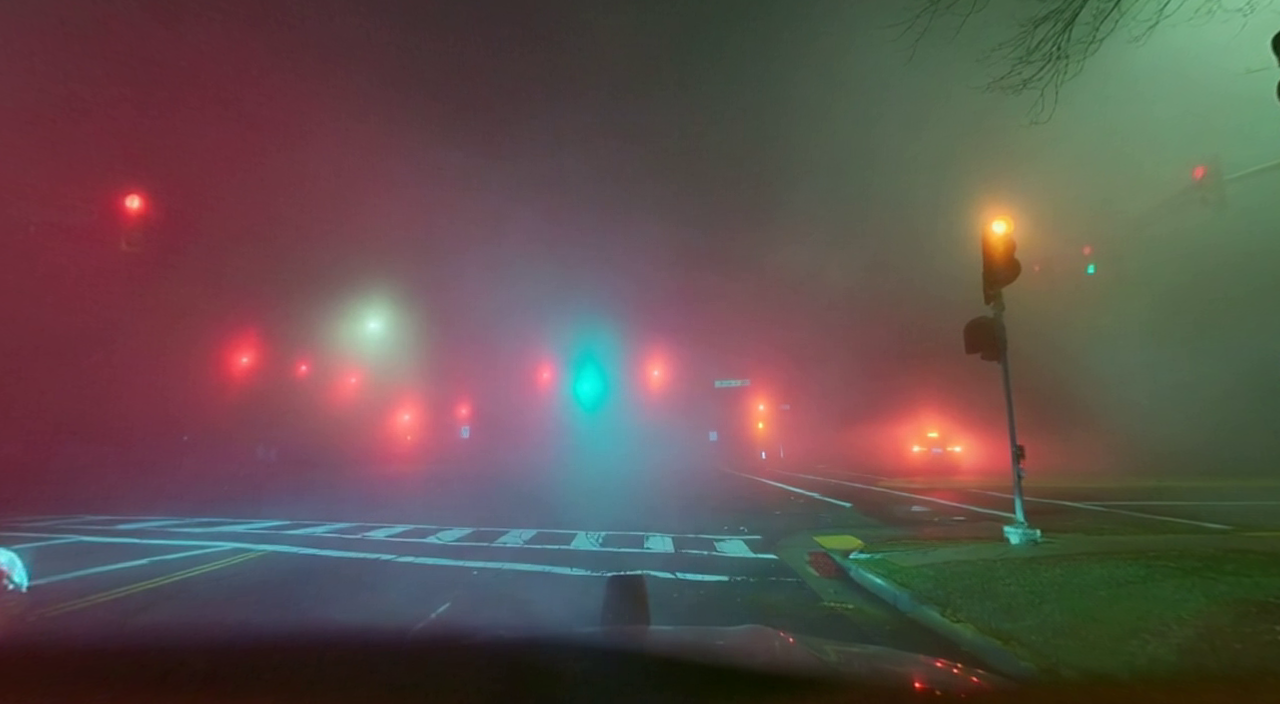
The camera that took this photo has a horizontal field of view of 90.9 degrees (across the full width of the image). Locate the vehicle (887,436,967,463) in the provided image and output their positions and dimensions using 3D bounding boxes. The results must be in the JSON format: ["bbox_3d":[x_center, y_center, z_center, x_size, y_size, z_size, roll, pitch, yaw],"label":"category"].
[{"bbox_3d":[16.112,5.510,35.584,3.952,1.468,1.768,-4,-9,22],"label":"vehicle"}]
